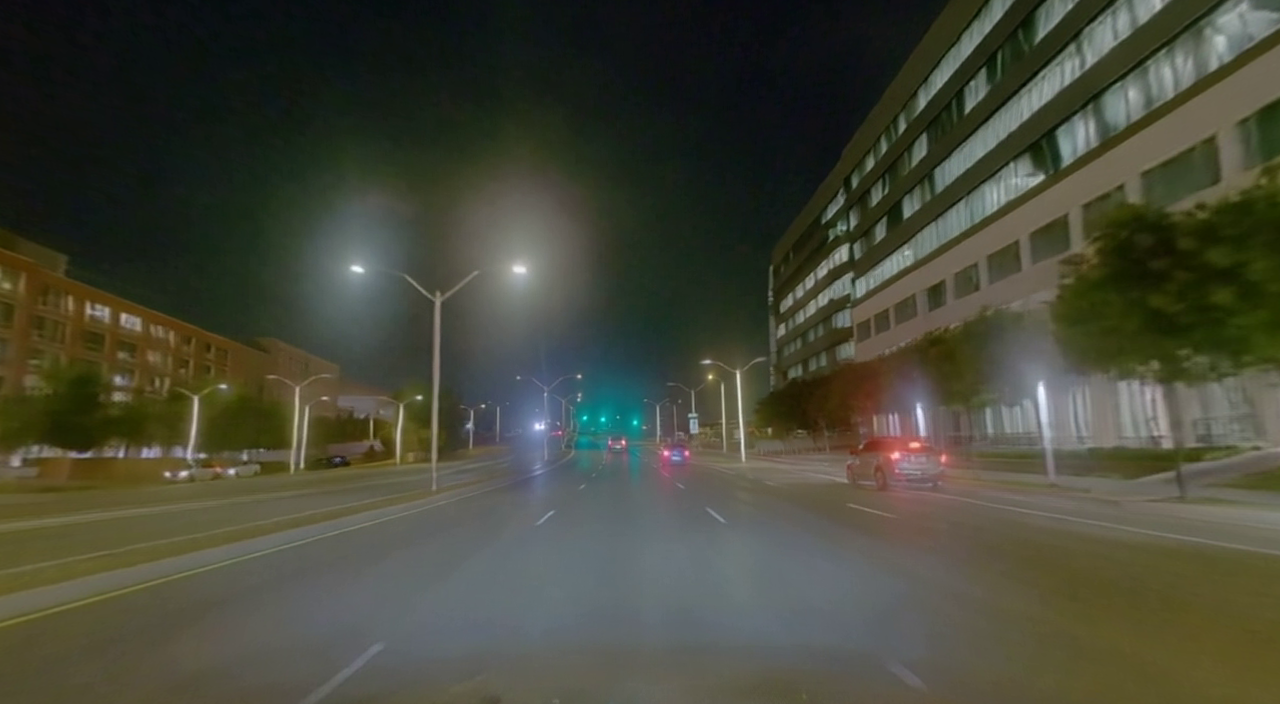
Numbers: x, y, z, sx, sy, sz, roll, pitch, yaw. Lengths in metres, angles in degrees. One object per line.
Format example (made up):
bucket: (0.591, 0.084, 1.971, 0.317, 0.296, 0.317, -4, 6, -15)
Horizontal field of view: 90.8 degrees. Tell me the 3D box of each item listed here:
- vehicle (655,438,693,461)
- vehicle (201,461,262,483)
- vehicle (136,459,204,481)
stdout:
vehicle: (2.284, 6.721, 43.667, 2.090, 1.506, 4.382, 0, -8, -3)
vehicle: (-30.265, 8.897, 46.956, 1.732, 1.427, 4.059, 0, -8, 1)
vehicle: (-35.515, 8.880, 47.843, 3.762, 1.498, 1.983, 4, -10, -28)
